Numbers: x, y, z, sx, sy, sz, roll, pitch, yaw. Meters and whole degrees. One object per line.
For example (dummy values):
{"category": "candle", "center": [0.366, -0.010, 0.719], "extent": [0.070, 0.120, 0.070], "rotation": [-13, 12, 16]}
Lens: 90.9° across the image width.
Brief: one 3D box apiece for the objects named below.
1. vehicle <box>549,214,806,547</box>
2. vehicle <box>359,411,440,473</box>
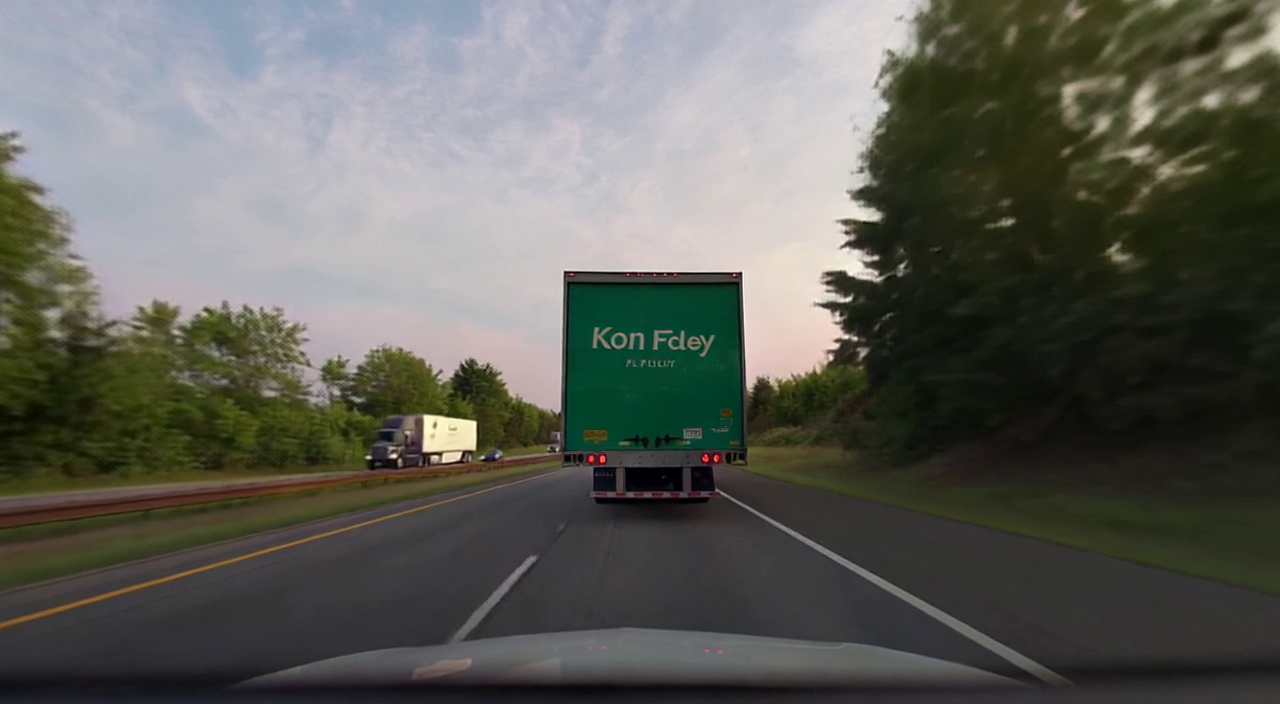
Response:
{"category": "vehicle", "center": [0.475, 1.402, 15.359], "extent": [3.230, 4.377, 14.405], "rotation": [0, -9, 0]}
{"category": "vehicle", "center": [-16.318, 6.230, 43.221], "extent": [3.001, 3.922, 5.958], "rotation": [0, -9, 1]}
